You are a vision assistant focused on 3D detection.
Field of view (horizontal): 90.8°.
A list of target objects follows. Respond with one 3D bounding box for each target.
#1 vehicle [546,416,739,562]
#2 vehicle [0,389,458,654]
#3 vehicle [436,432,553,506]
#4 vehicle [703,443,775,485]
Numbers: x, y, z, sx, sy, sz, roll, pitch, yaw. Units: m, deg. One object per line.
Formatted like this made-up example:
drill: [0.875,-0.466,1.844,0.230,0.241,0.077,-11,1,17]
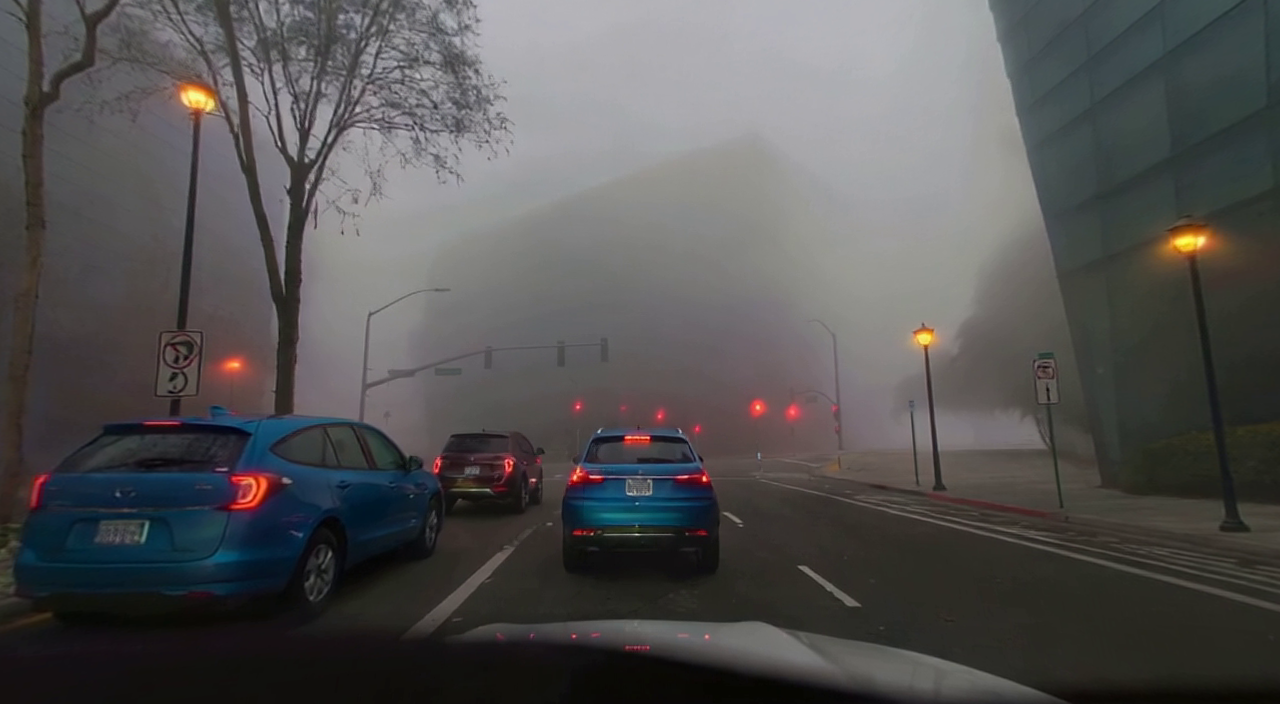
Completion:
vehicle: [0.006,1.879,9.397,2.207,1.659,4.155,0,-8,-1]
vehicle: [-3.560,1.415,6.338,2.083,1.691,4.398,0,-8,1]
vehicle: [-3.616,2.992,16.585,2.068,1.678,4.199,0,-8,0]
vehicle: [3.716,4.265,24.460,2.082,1.445,4.426,0,-8,0]
